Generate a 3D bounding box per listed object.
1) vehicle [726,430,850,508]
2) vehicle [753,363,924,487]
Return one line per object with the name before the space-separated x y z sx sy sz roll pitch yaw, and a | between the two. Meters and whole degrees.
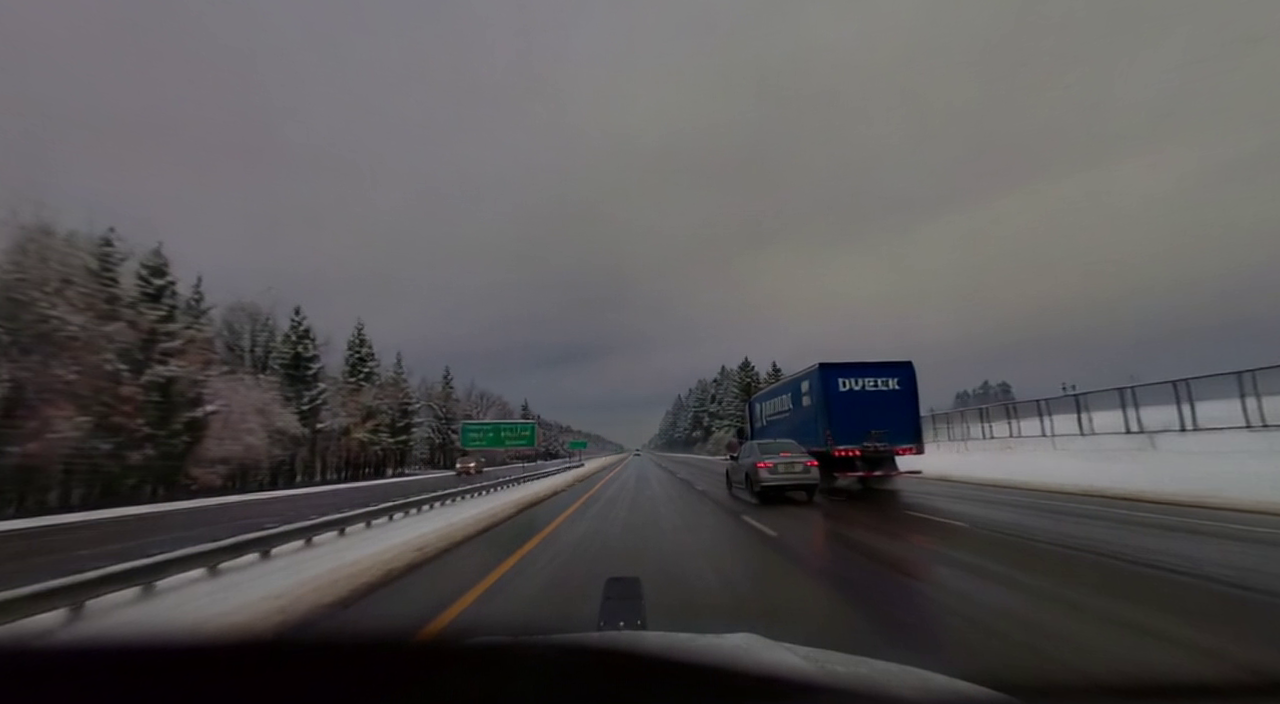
vehicle | 3.641 2.967 16.361 2.093 1.742 4.167 0 -9 -1
vehicle | 7.996 3.545 28.438 3.088 4.217 14.033 0 -9 0
